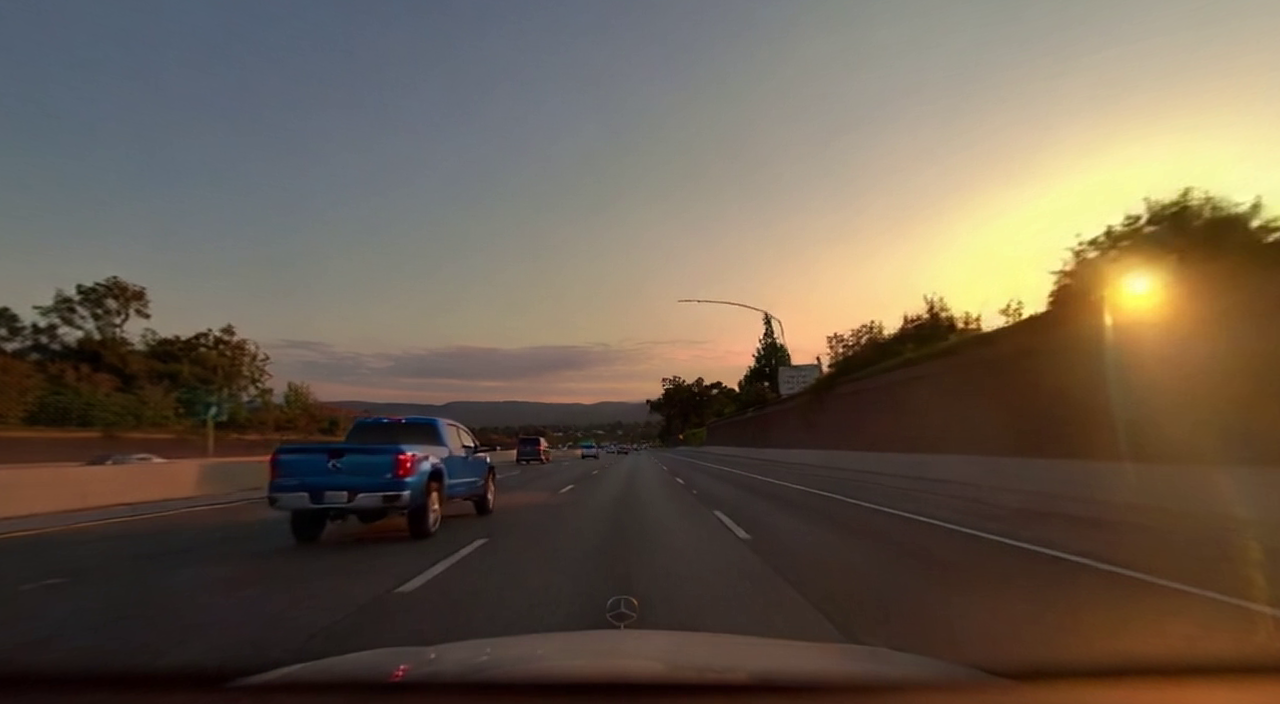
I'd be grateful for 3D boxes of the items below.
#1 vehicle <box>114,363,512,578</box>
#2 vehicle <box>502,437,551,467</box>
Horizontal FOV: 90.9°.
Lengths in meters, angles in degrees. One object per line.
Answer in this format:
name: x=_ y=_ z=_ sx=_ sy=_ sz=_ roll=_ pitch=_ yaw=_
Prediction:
vehicle: x=-3.961 y=1.662 z=9.604 sx=2.604 sy=2.170 sz=6.271 roll=0 pitch=-8 yaw=1
vehicle: x=-7.850 y=6.989 z=44.283 sx=2.351 sy=1.922 sz=6.335 roll=0 pitch=-8 yaw=0
